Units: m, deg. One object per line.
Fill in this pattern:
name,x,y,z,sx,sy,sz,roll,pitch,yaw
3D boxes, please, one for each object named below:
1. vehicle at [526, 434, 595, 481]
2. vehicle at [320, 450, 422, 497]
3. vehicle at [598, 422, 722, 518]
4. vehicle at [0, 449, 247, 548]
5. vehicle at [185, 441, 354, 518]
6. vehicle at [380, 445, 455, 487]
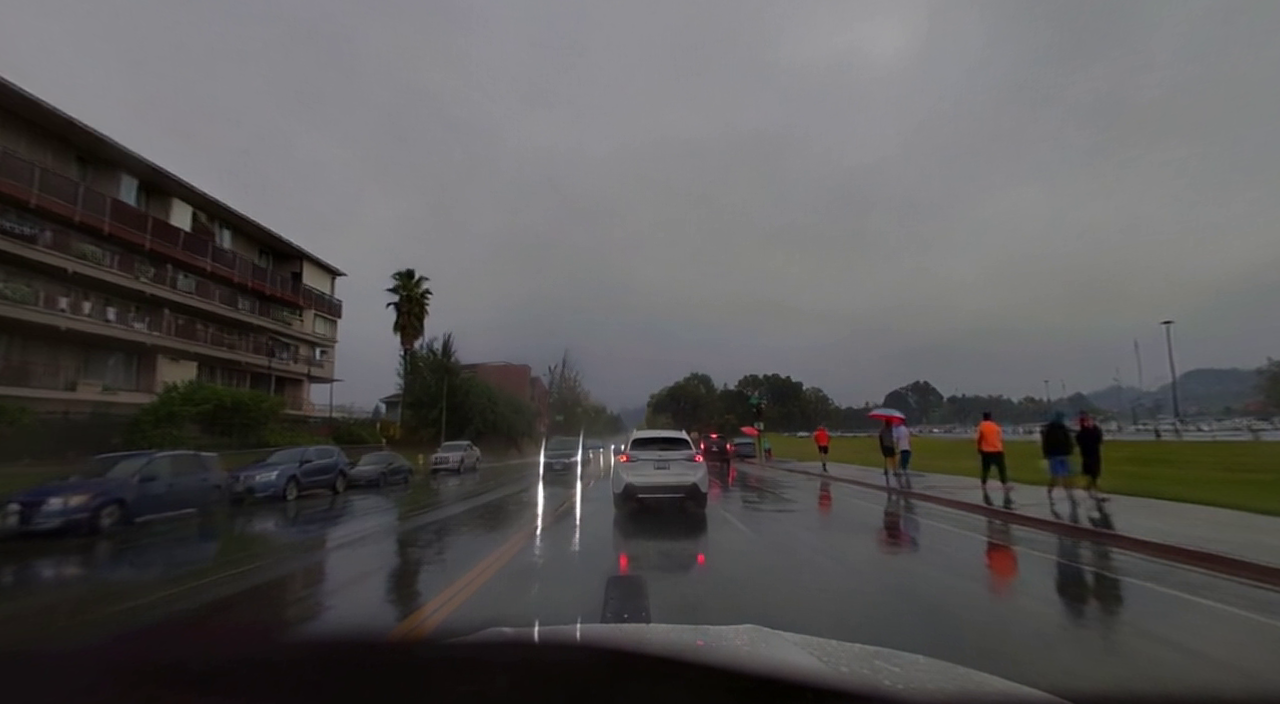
vehicle,-3.057,4.189,25.270,2.086,1.702,4.451,0,-9,1
vehicle,-10.169,4.595,24.248,1.860,1.487,4.658,-1,-8,0
vehicle,0.323,2.324,12.819,2.132,1.632,3.838,0,-9,0
vehicle,-10.420,2.831,12.915,1.869,1.647,4.281,0,-9,1
vehicle,-10.318,3.522,18.111,1.940,1.816,4.721,-1,-7,1
vehicle,-10.286,5.284,29.522,1.897,1.695,4.431,-1,-8,0
